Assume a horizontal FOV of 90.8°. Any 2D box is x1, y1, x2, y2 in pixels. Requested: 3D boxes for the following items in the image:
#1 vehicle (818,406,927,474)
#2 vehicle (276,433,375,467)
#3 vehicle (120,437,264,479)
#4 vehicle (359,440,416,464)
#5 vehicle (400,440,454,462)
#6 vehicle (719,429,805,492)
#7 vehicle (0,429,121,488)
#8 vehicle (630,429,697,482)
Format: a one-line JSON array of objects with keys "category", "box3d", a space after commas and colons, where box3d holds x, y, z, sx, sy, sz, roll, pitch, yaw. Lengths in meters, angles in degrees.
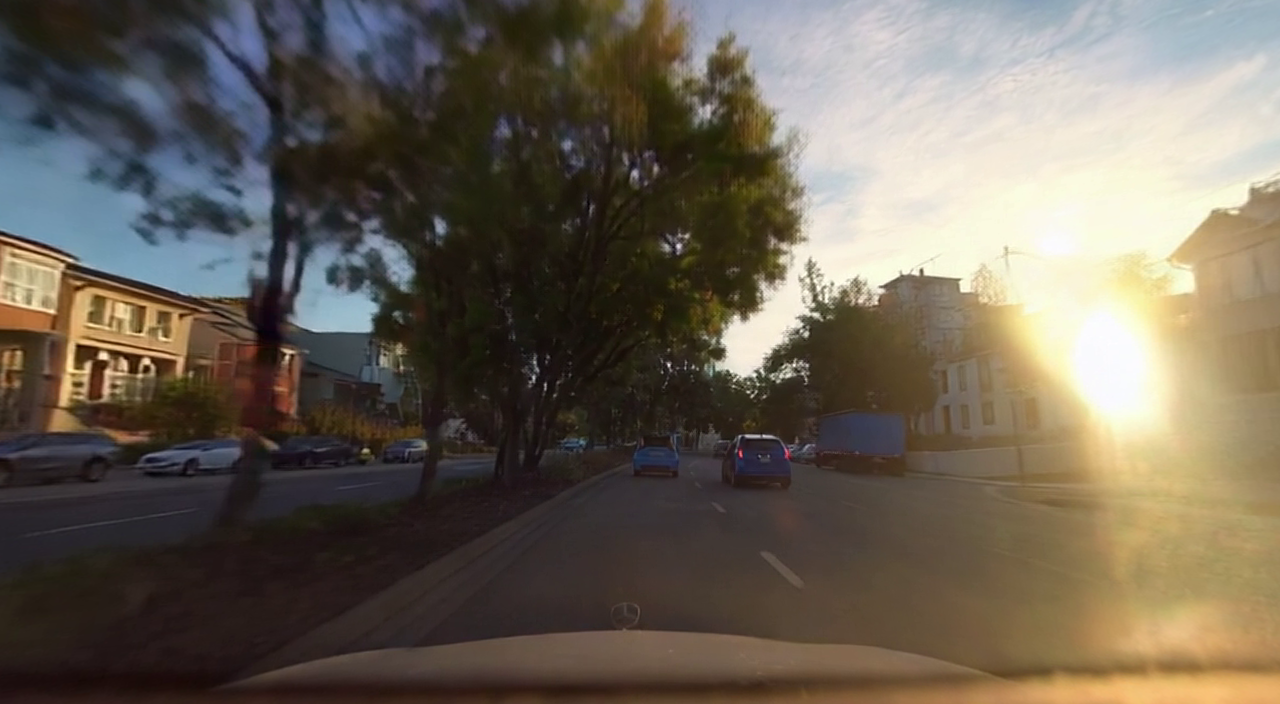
[{"category": "vehicle", "box3d": [12.220, 4.783, 34.045, 3.705, 3.221, 6.779, -1, -9, 5]}, {"category": "vehicle", "box3d": [-17.609, 5.619, 35.818, 2.272, 1.746, 5.914, -1, -11, 4]}, {"category": "vehicle", "box3d": [-18.008, 4.334, 25.770, 2.008, 1.487, 5.078, -2, -10, 2]}, {"category": "vehicle", "box3d": [-17.045, 6.828, 42.937, 1.845, 1.512, 4.316, -2, -10, 4]}, {"category": "vehicle", "box3d": [-16.362, 7.678, 48.783, 1.951, 1.513, 5.107, -3, -10, 6]}, {"category": "vehicle", "box3d": [3.835, 3.495, 20.678, 2.033, 1.823, 4.409, 0, -9, 1]}, {"category": "vehicle", "box3d": [-18.684, 3.204, 19.062, 2.010, 1.609, 4.549, -1, -9, 2]}, {"category": "vehicle", "box3d": [0.964, 4.041, 24.923, 2.345, 1.841, 5.032, 0, -9, 3]}]
